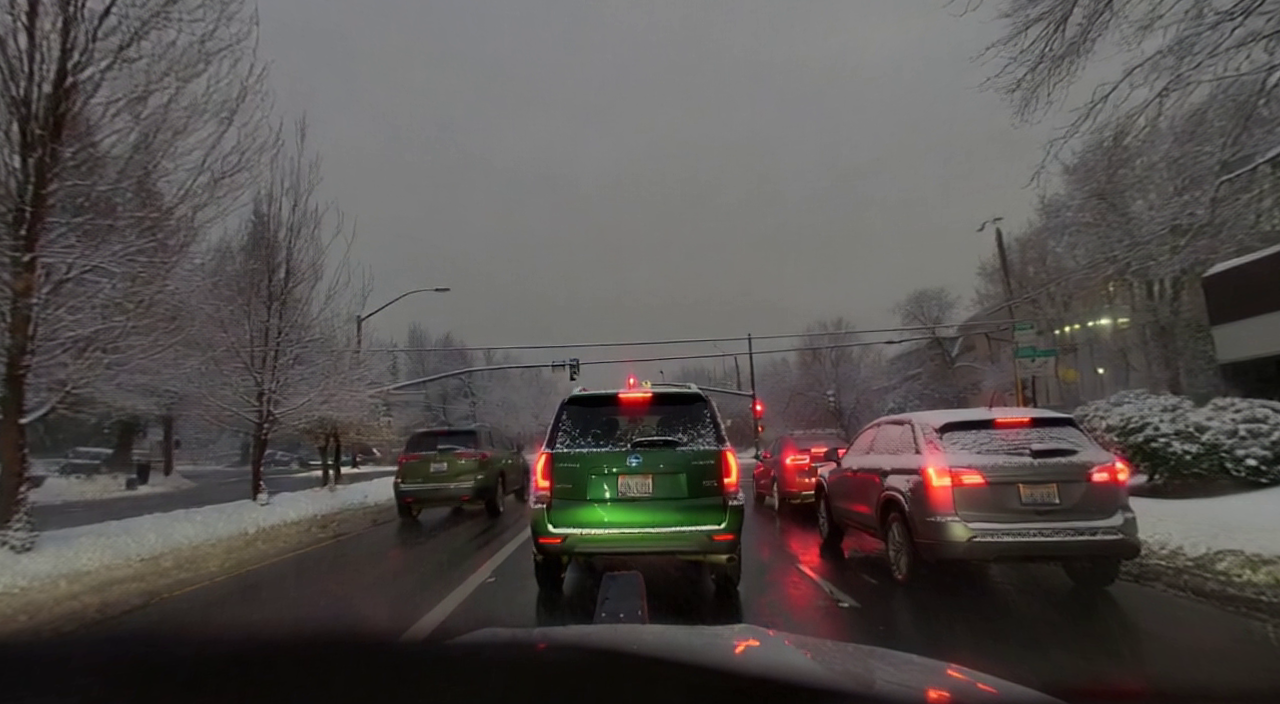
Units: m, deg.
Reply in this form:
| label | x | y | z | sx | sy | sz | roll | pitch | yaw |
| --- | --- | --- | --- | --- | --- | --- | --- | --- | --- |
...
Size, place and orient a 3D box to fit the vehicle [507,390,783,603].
| label | x | y | z | sx | sy | sz | roll | pitch | yaw |
| --- | --- | --- | --- | --- | --- | --- | --- | --- | --- |
| vehicle | 0.017 | 1.492 | 7.281 | 2.294 | 1.761 | 3.857 | 0 | -9 | -1 |

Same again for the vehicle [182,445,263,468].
| label | x | y | z | sx | sy | sz | roll | pitch | yaw |
| --- | --- | --- | --- | --- | --- | --- | --- | --- | --- |
| vehicle | -29.985 | 7.506 | 45.465 | 4.403 | 1.532 | 1.914 | 0 | -8 | -3 |

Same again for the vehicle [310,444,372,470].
| label | x | y | z | sx | sy | sz | roll | pitch | yaw |
| --- | --- | --- | --- | --- | --- | --- | --- | --- | --- |
| vehicle | -22.131 | 7.783 | 47.055 | 1.993 | 1.844 | 5.316 | 0 | -8 | 0 |

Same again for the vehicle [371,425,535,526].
| label | x | y | z | sx | sy | sz | roll | pitch | yaw |
| --- | --- | --- | --- | --- | --- | --- | --- | --- | --- |
| vehicle | -3.405 | 2.325 | 12.436 | 1.961 | 1.639 | 4.064 | 0 | -9 | 0 |

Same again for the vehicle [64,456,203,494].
| label | x | y | z | sx | sy | sz | roll | pitch | yaw |
| --- | --- | --- | --- | --- | --- | --- | --- | --- | --- |
| vehicle | -22.358 | 5.423 | 28.193 | 2.312 | 1.443 | 4.684 | 0 | -9 | 1 |

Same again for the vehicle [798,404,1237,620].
| label | x | y | z | sx | sy | sz | roll | pitch | yaw |
| --- | --- | --- | --- | --- | --- | --- | --- | --- | --- |
| vehicle | 3.467 | 1.557 | 7.098 | 2.202 | 1.657 | 4.298 | 0 | -9 | -1 |
